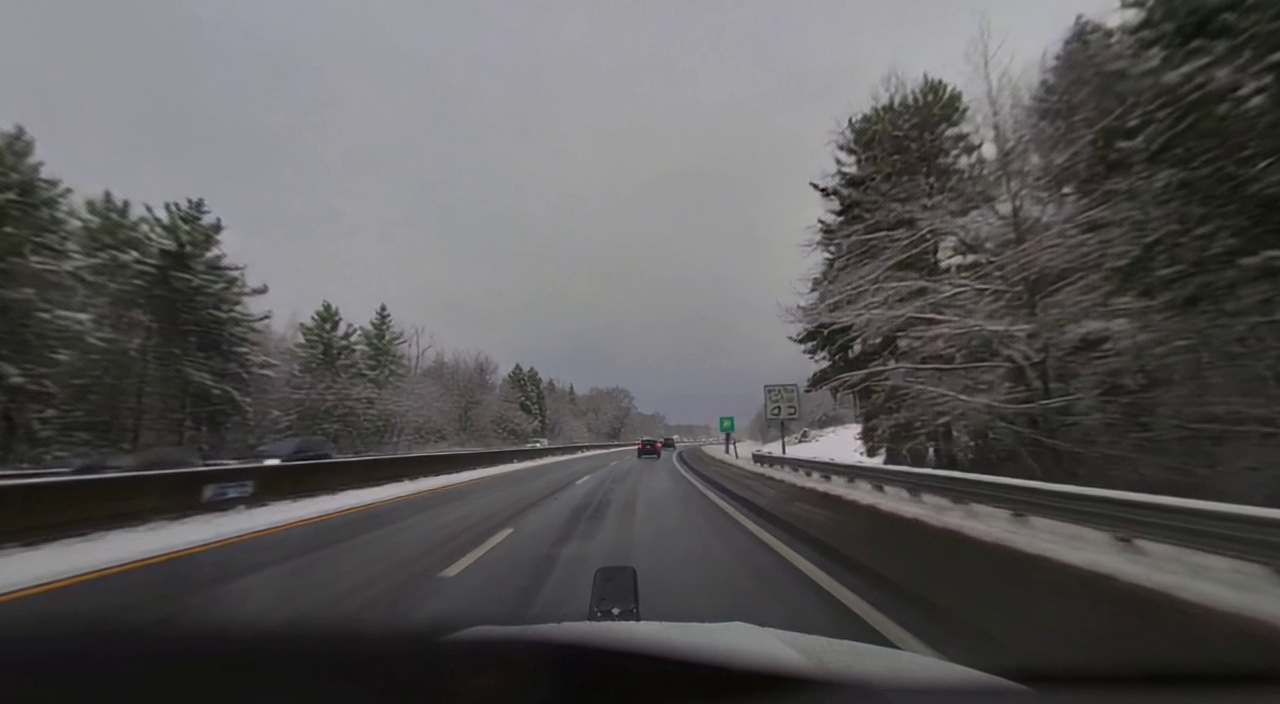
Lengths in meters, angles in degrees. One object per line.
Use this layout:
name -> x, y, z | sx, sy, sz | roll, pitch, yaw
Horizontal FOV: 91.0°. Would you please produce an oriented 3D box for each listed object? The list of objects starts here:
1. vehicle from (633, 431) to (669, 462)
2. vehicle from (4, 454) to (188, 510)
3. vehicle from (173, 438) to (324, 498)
vehicle -> 0.729, 6.013, 40.120 | 2.188, 1.825, 4.282 | -1, -8, 2
vehicle -> -17.111, 4.065, 20.186 | 1.863, 1.465, 4.531 | 0, -8, 0
vehicle -> -13.465, 3.970, 22.111 | 2.094, 1.856, 4.800 | -1, -8, 1
